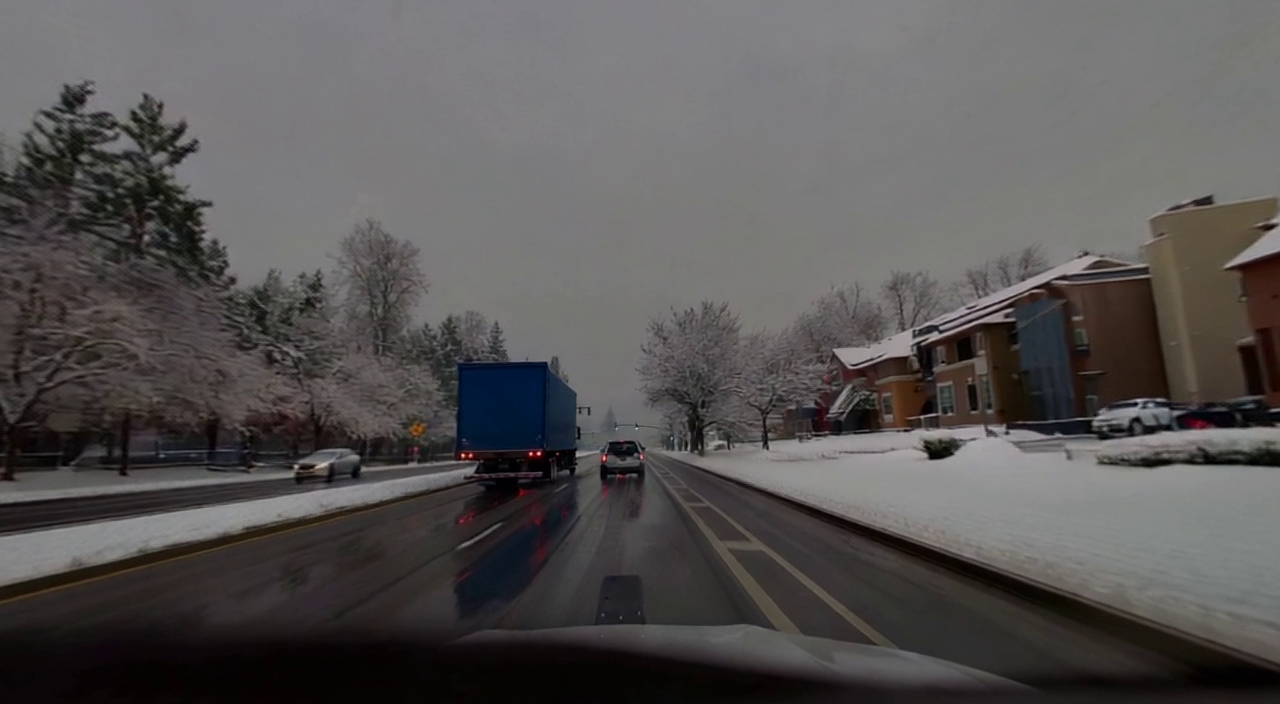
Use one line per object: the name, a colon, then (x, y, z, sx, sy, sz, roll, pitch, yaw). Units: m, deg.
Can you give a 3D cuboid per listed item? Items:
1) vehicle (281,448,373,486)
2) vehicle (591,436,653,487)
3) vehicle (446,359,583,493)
vehicle: (-14.372, 5.302, 29.349, 1.993, 1.568, 4.645, 0, -9, -2)
vehicle: (-0.621, 3.993, 23.340, 2.094, 1.682, 3.866, 0, -9, 0)
vehicle: (-4.109, 2.917, 23.630, 2.996, 3.902, 10.410, 0, -9, 0)
